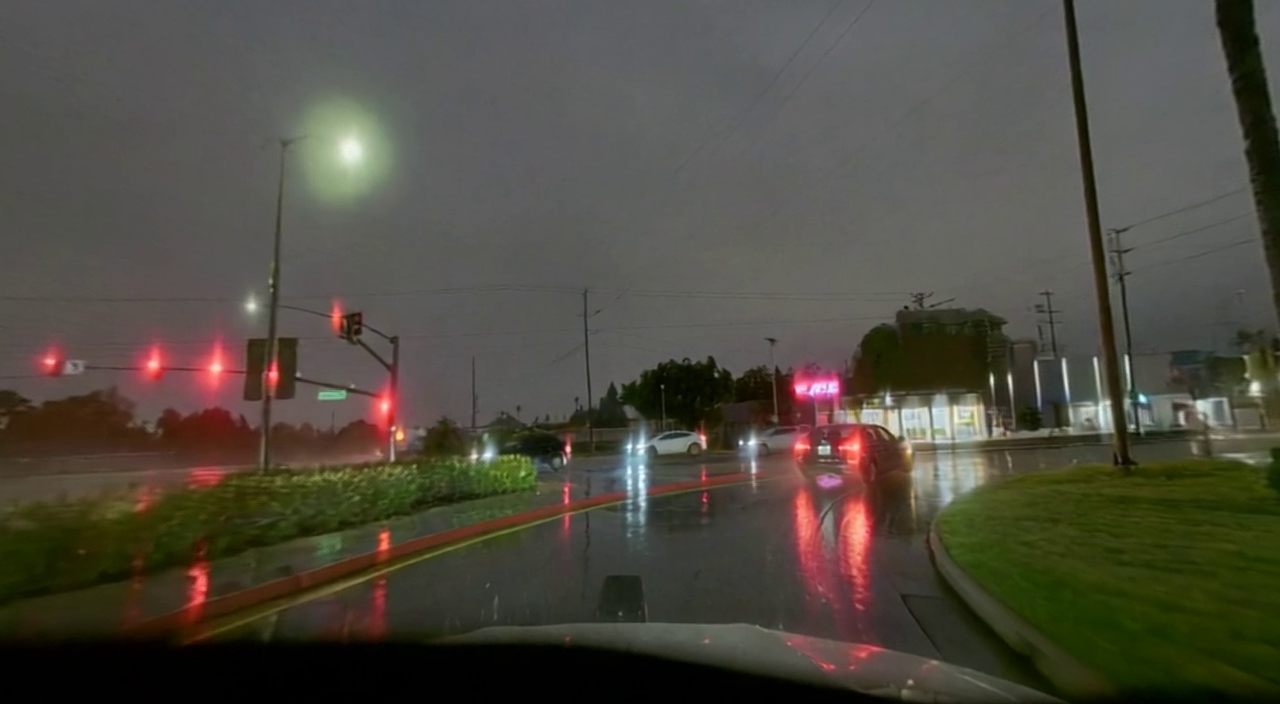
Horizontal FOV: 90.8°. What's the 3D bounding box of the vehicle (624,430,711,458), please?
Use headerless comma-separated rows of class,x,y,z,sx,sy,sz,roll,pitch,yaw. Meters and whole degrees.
vehicle,1.544,5.199,35.731,4.515,1.492,1.871,1,-9,-14

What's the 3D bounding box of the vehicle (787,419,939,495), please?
vehicle,5.423,2.441,14.965,2.070,1.493,4.570,-6,-11,36

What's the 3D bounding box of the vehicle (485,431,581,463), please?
vehicle,-5.706,5.018,33.521,4.757,1.633,1.932,2,-8,-17
